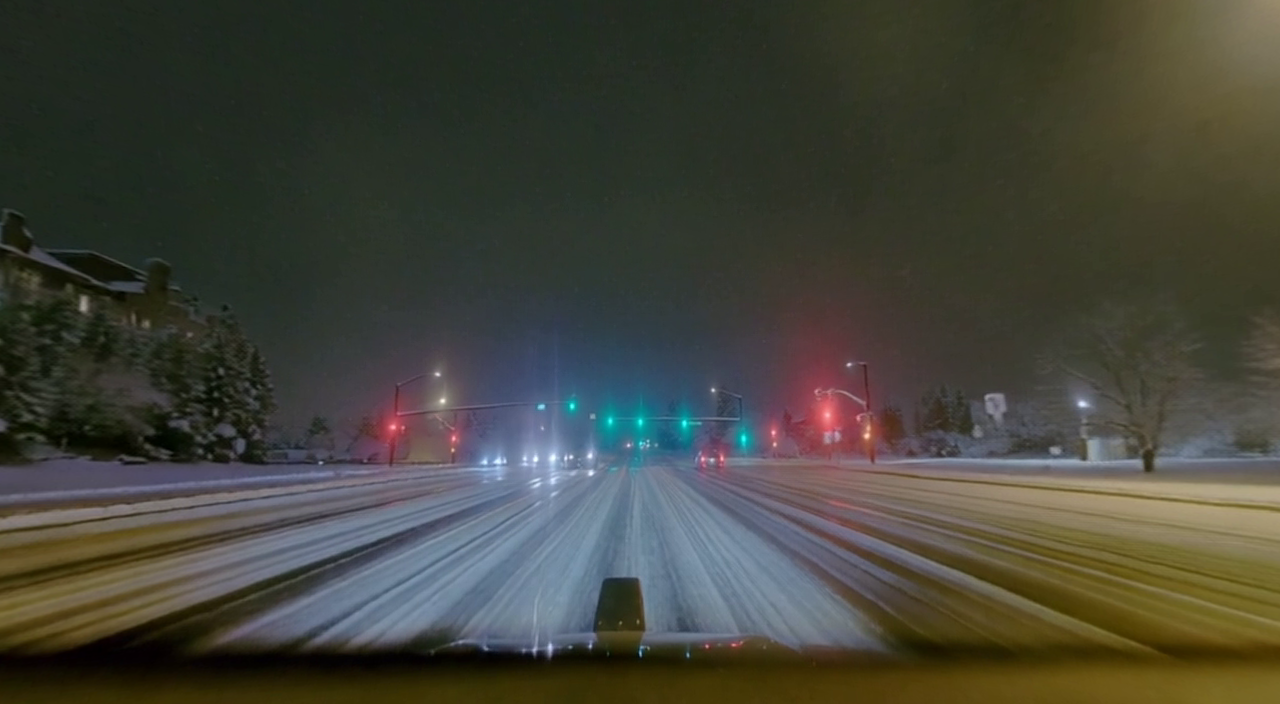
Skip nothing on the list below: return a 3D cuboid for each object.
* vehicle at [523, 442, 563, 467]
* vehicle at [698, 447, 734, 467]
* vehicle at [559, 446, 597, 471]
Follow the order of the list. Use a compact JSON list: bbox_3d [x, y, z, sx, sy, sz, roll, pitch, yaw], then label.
[{"bbox_3d":[-7.405,7.887,48.746,2.185,1.810,5.589,0,-8,1],"label":"vehicle"},{"bbox_3d":[5.902,8.197,49.568,2.187,1.475,4.529,0,-8,-2],"label":"vehicle"},{"bbox_3d":[-3.918,6.766,40.501,2.018,1.463,4.603,0,-8,0],"label":"vehicle"}]
